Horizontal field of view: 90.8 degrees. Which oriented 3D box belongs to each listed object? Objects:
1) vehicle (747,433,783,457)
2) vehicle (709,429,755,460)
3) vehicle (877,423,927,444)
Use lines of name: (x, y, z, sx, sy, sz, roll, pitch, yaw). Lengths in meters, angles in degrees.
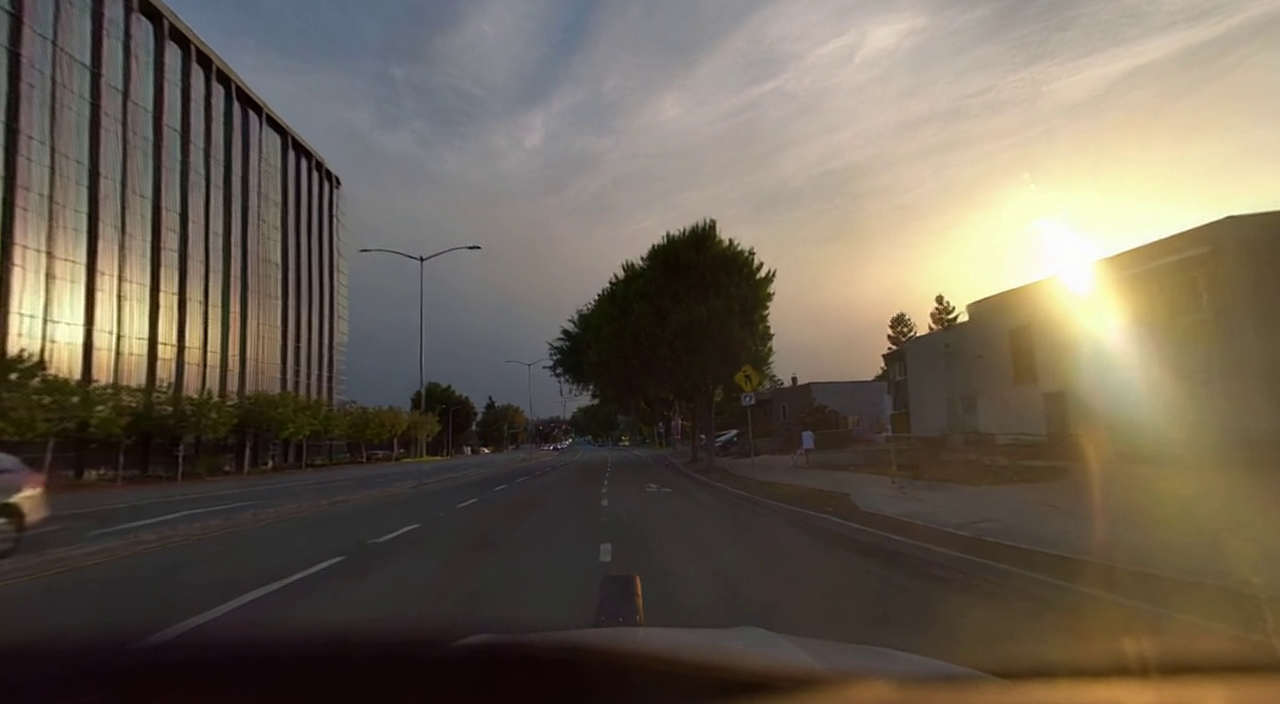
vehicle: (8.466, 6.348, 43.131, 1.842, 1.535, 3.638, 0, -8, 2)
vehicle: (6.075, 6.224, 42.482, 2.160, 1.944, 5.086, 0, -8, -2)
vehicle: (19.501, 6.133, 47.267, 1.890, 1.492, 4.494, 0, -8, 1)
